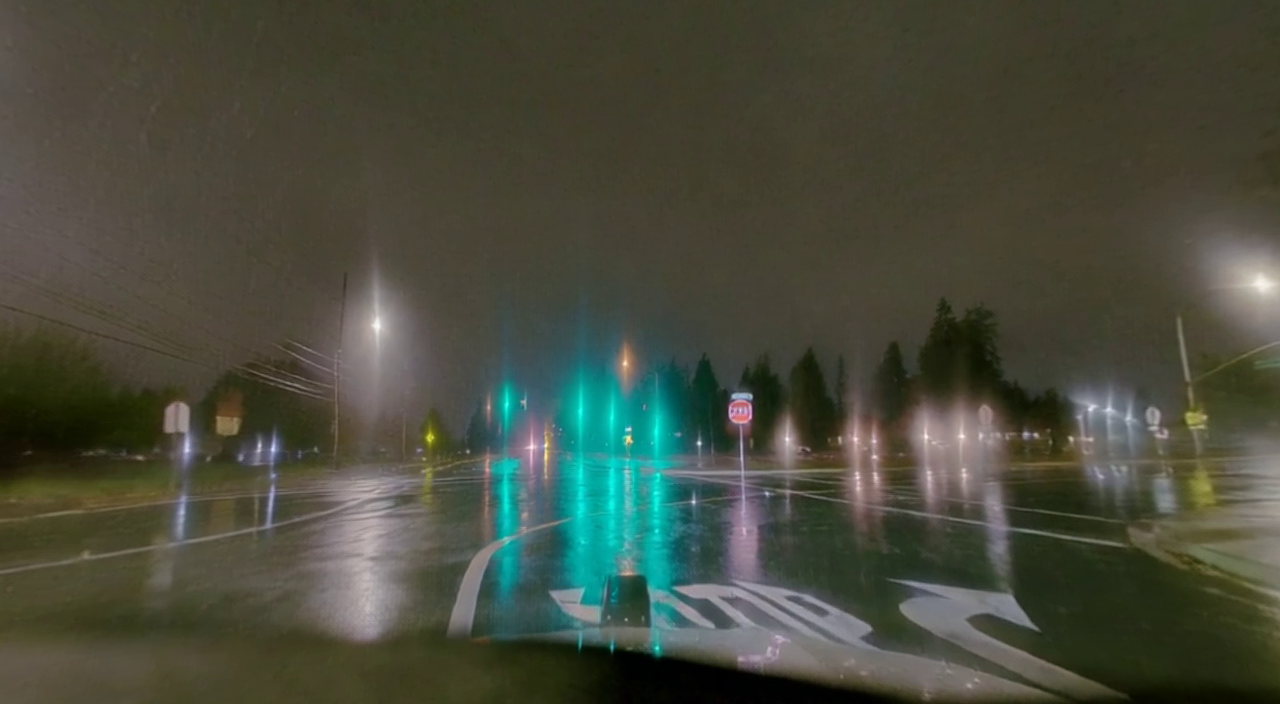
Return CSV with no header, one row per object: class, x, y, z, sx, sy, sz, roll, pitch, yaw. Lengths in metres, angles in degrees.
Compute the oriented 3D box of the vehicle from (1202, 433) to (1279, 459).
vehicle,47.186,7.181,48.065,2.192,1.897,5.871,4,-9,-27
